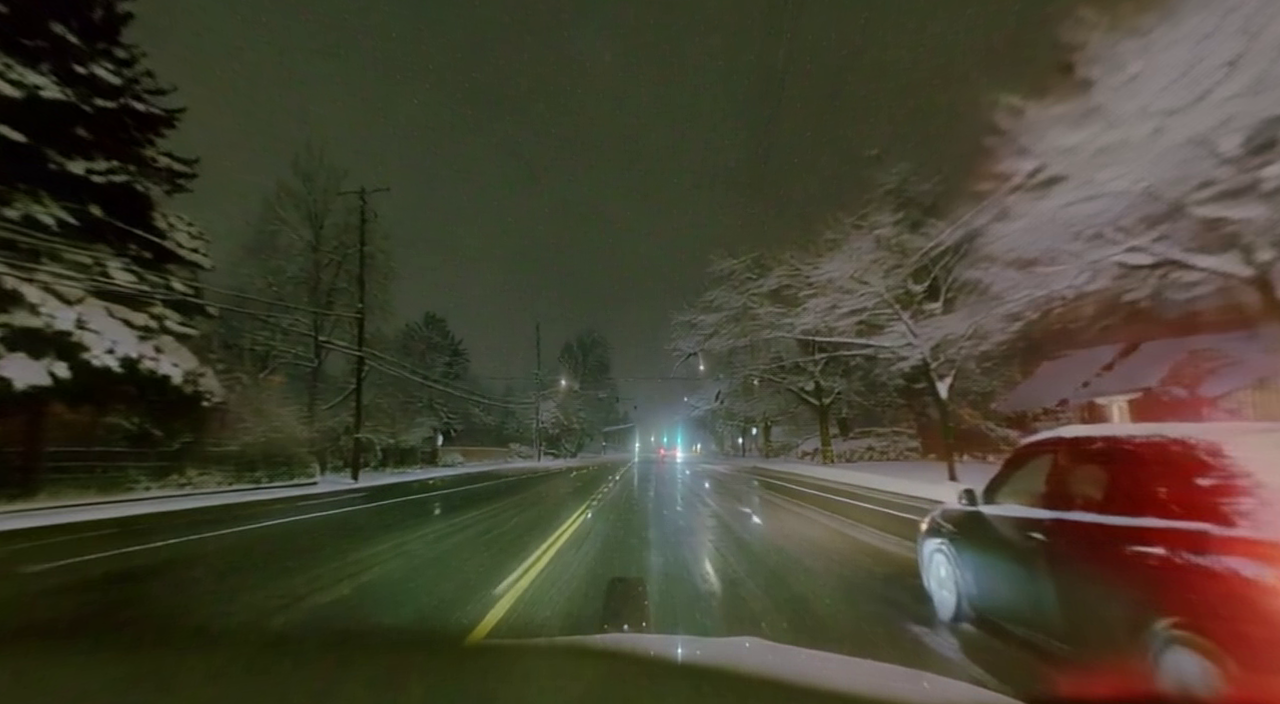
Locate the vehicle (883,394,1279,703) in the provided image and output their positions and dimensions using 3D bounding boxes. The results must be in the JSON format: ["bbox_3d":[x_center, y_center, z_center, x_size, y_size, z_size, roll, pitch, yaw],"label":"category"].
[{"bbox_3d":[3.176,1.065,3.307,2.134,1.476,4.327,0,-8,1],"label":"vehicle"}]
